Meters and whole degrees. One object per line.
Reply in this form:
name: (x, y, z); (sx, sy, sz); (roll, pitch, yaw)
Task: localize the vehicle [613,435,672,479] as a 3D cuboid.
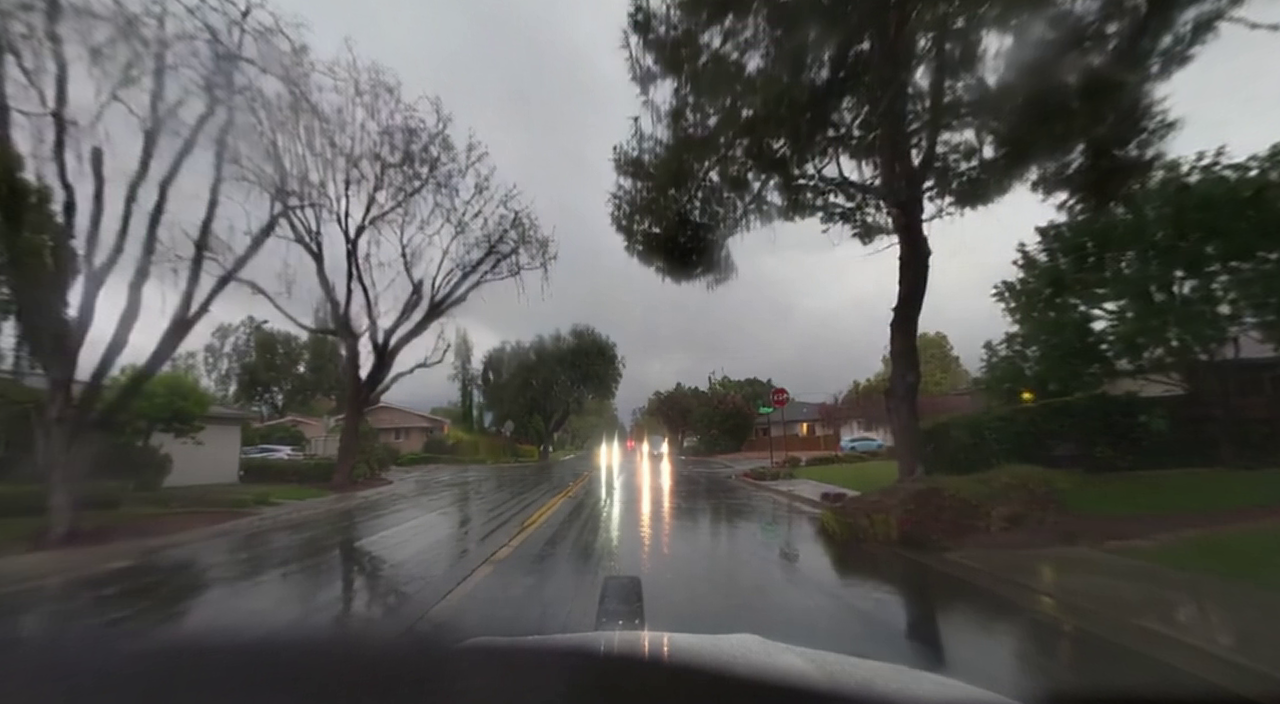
vehicle: (0.036, 3.957, 23.916); (2.043, 1.484, 4.340); (0, -9, -2)

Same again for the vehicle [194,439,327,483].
vehicle: (-20.771, 6.020, 34.727); (5.796, 1.946, 2.391); (-4, -10, -2)
